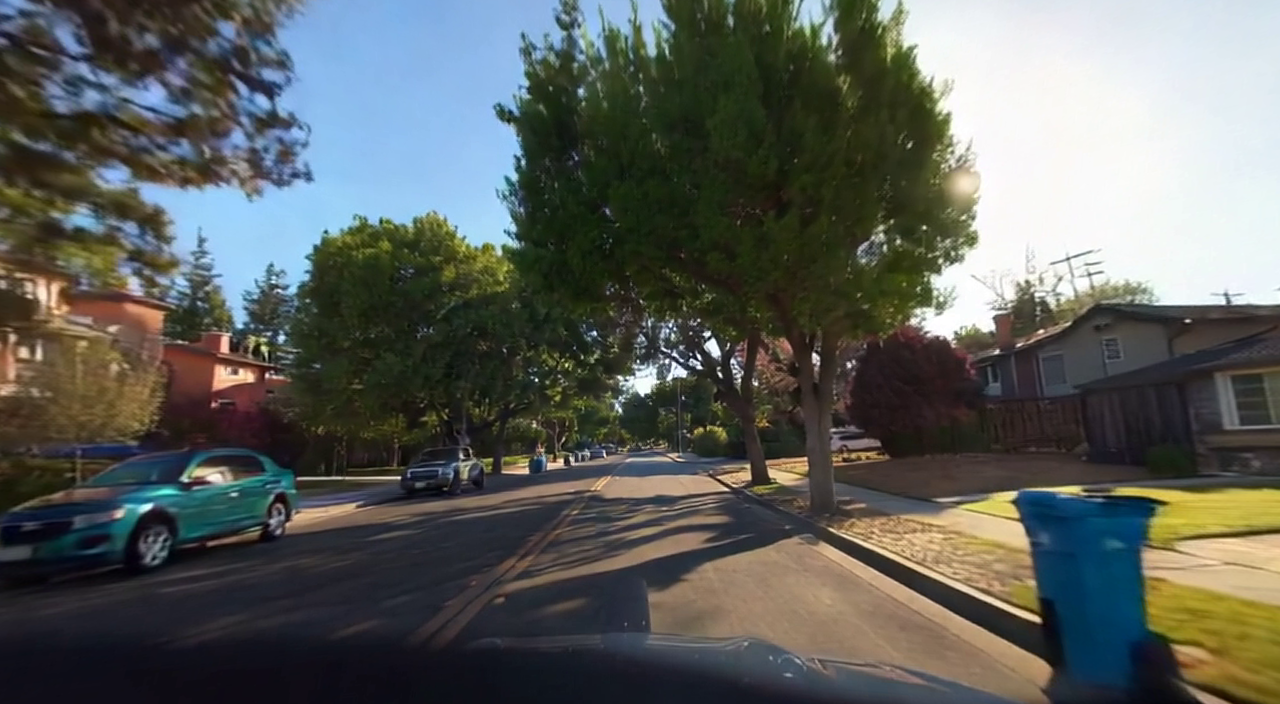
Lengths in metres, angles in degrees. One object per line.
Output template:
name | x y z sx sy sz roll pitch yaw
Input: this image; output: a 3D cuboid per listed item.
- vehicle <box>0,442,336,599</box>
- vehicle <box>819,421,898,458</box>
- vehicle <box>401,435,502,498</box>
vehicle | -6.377 2.138 9.012 1.945 1.530 4.430 -4 -8 -1
vehicle | 11.288 4.581 32.980 2.189 1.756 5.053 1 -8 -2
vehicle | -6.465 3.921 22.231 2.169 1.871 4.762 -2 -8 -1
